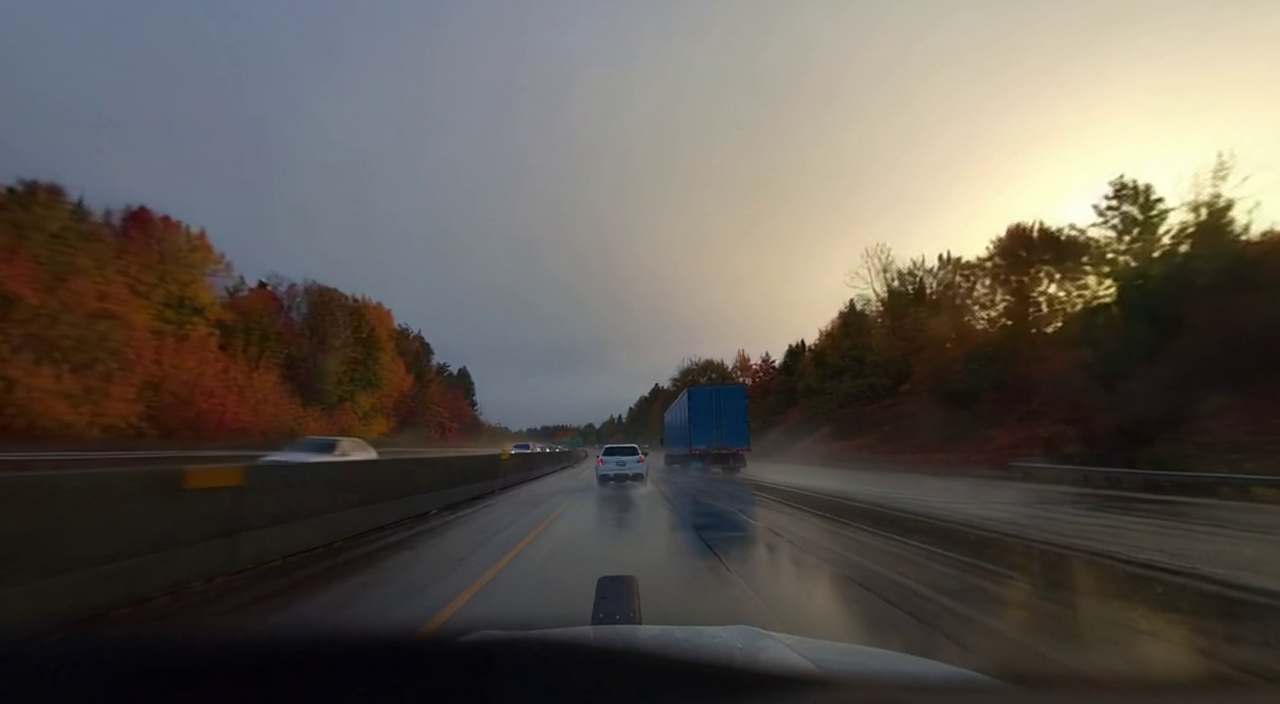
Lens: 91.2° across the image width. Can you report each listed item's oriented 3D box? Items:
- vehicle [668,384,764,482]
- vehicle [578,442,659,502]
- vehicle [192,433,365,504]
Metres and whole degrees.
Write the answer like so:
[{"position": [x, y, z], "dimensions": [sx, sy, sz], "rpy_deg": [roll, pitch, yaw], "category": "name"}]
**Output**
[{"position": [3.440, 4.462, 33.089], "dimensions": [2.900, 4.013, 14.455], "rpy_deg": [0, -9, -1], "category": "vehicle"}, {"position": [-0.591, 3.437, 18.283], "dimensions": [2.099, 1.506, 4.097], "rpy_deg": [-1, -9, -1], "category": "vehicle"}, {"position": [-8.956, 2.928, 16.059], "dimensions": [1.920, 1.541, 4.248], "rpy_deg": [-1, -9, 0], "category": "vehicle"}]
